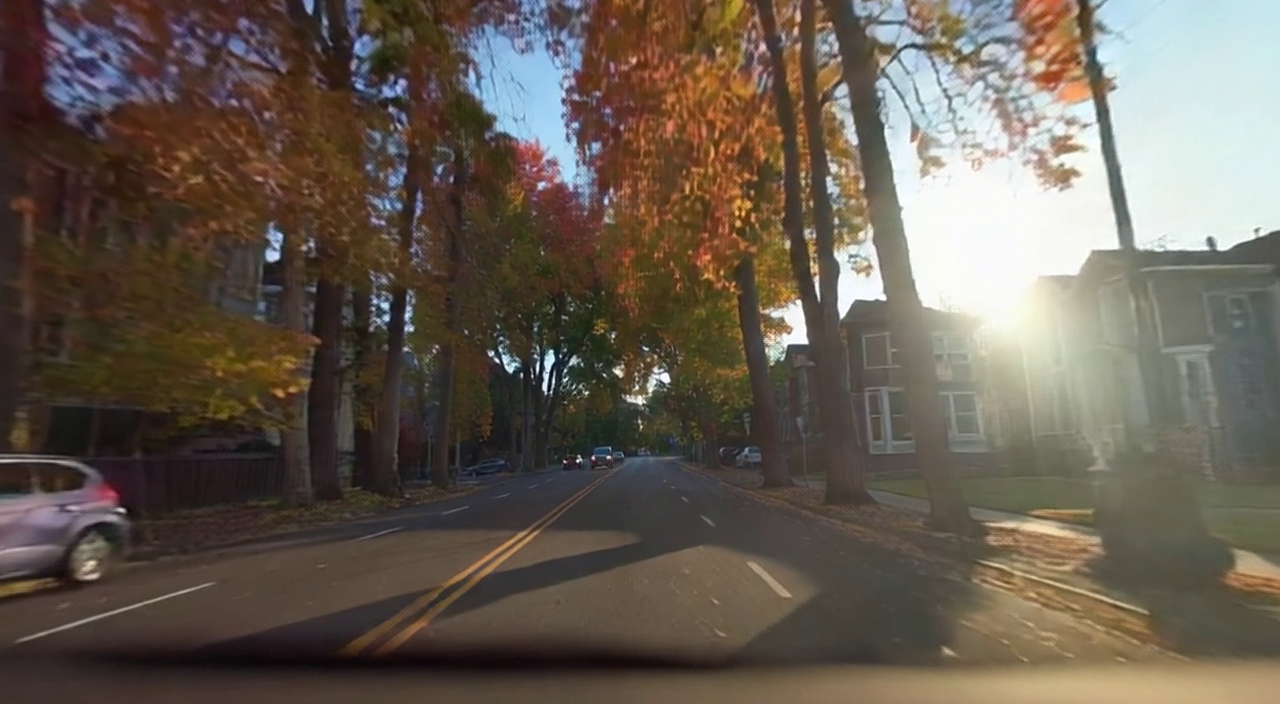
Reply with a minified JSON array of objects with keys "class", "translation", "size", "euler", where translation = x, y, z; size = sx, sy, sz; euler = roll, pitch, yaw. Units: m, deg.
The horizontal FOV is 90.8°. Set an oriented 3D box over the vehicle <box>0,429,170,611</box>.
[{"class":"vehicle","translation":[-7.230,1.545,5.546],"size":[2.129,1.730,5.544],"euler":[-1,-11,-3]}]
